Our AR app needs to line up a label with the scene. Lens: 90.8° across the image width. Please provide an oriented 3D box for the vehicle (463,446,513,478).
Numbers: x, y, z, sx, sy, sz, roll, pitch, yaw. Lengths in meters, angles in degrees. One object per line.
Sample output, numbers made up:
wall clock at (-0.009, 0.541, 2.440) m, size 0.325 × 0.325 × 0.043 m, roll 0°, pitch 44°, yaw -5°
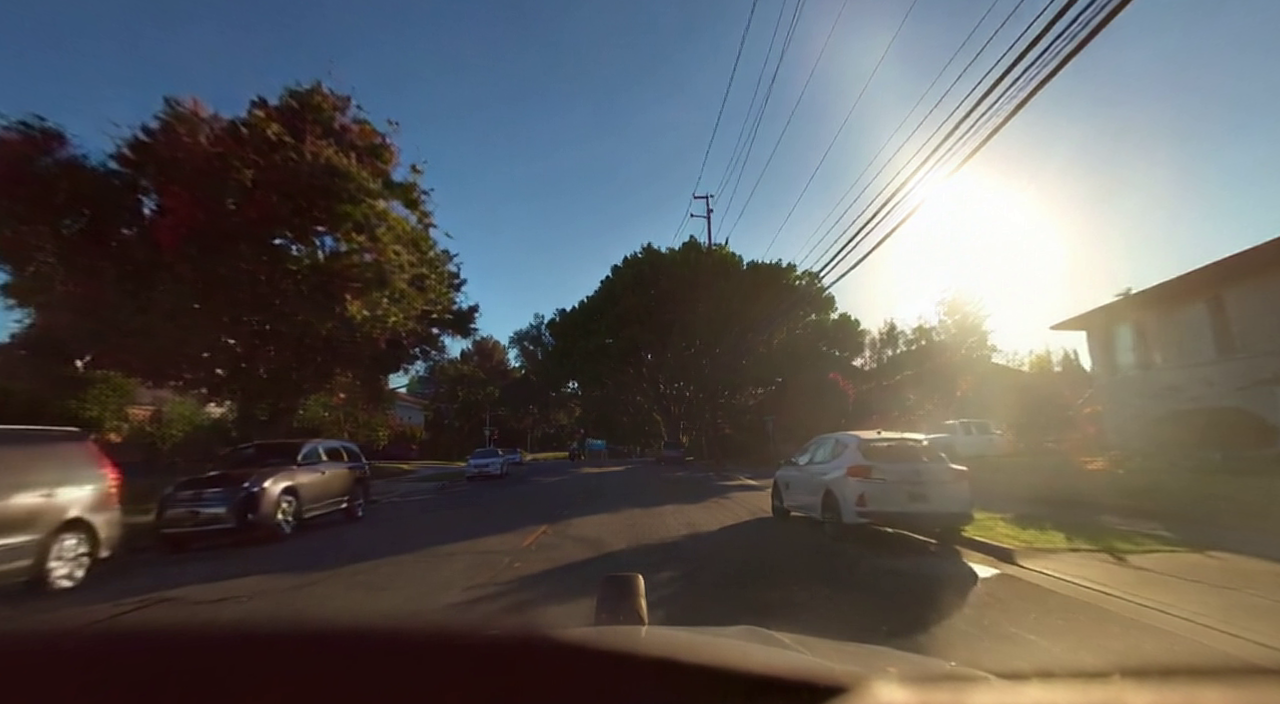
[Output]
vehicle at (-7.441, 5.418, 31.308) m, size 1.997 × 1.456 × 4.319 m, roll 1°, pitch -9°, yaw -8°

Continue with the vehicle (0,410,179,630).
vehicle at (-6.325, 1.344, 4.899) m, size 2.031 × 1.799 × 4.587 m, roll 0°, pitch -9°, yaw -1°

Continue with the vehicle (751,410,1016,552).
vehicle at (3.545, 2.036, 10.725) m, size 2.178 × 1.757 × 5.495 m, roll 0°, pitch -9°, yaw -2°

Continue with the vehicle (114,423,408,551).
vehicle at (-6.407, 2.337, 11.714) m, size 2.158 × 1.817 × 5.230 m, roll 0°, pitch -9°, yaw 0°

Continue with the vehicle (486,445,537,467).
vehicle at (-9.478, 7.610, 46.284) m, size 2.033 × 1.477 × 4.626 m, roll 6°, pitch -10°, yaw -33°
